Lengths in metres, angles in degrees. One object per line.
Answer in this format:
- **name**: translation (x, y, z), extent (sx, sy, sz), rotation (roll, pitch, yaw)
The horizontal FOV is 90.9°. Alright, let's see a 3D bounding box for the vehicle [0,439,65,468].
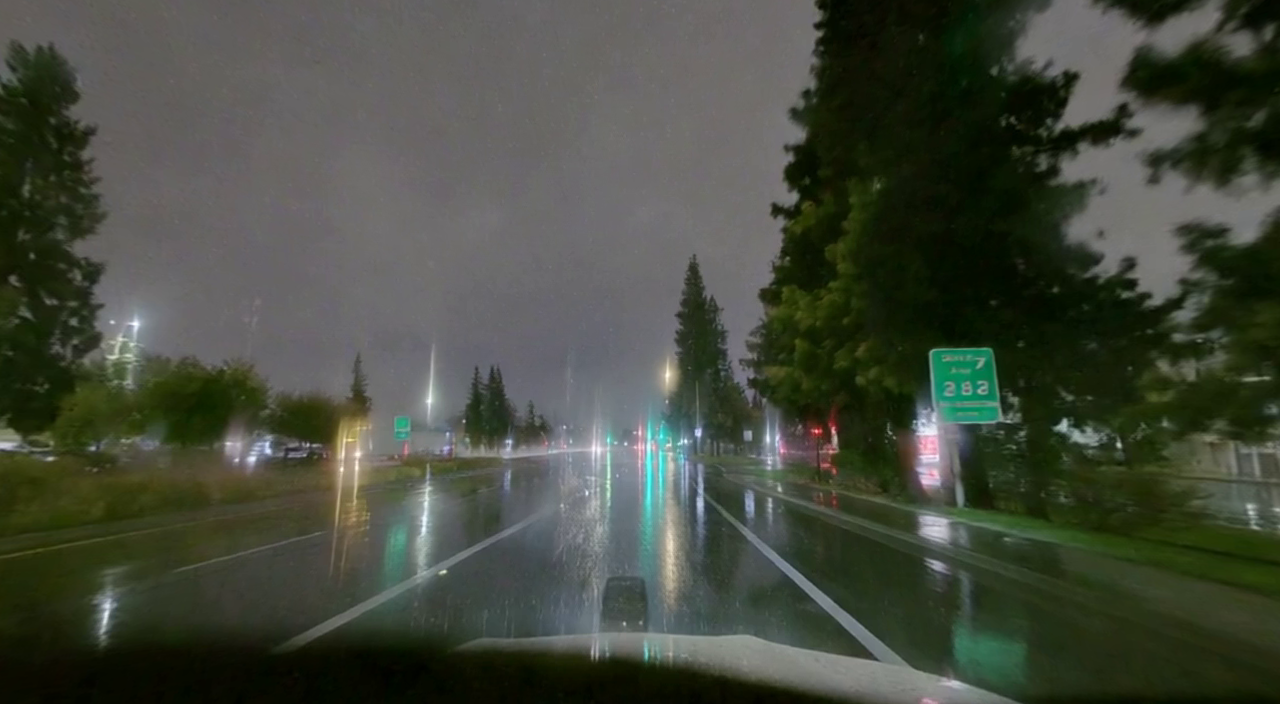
- **vehicle**: translation (-36.861, 5.970, 37.190), extent (4.142, 1.623, 1.888), rotation (-1, -8, 4)
